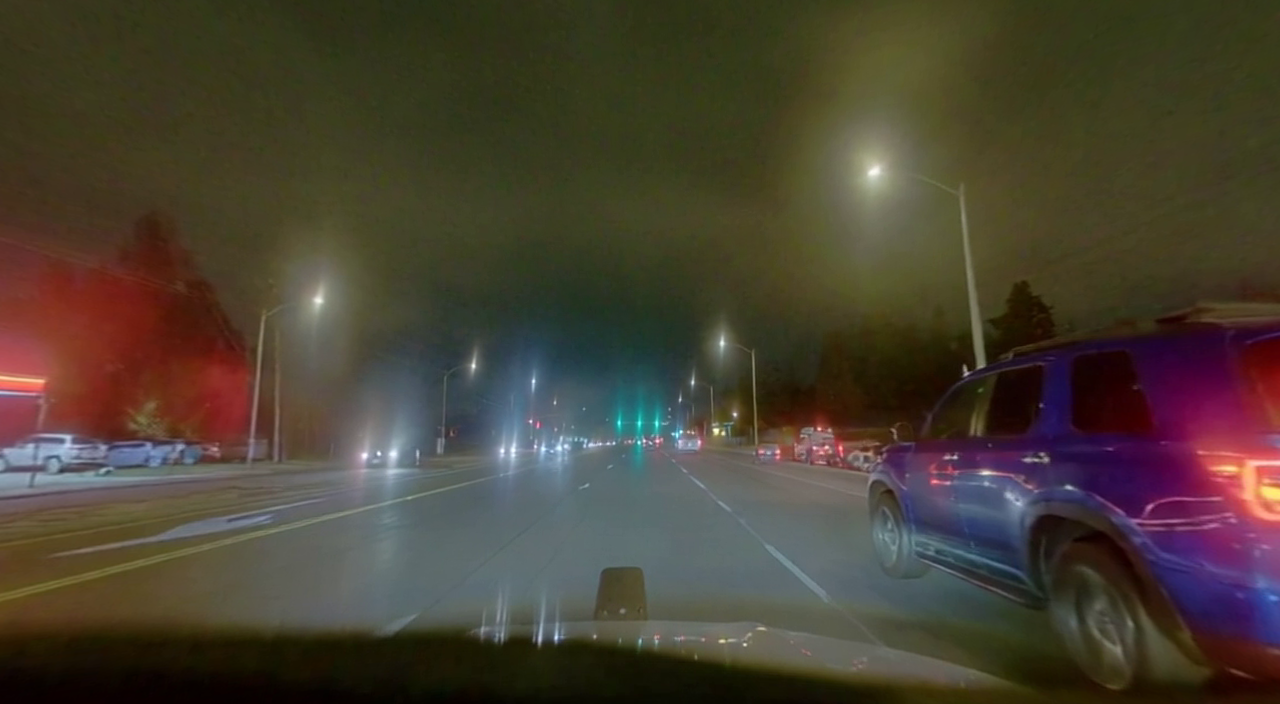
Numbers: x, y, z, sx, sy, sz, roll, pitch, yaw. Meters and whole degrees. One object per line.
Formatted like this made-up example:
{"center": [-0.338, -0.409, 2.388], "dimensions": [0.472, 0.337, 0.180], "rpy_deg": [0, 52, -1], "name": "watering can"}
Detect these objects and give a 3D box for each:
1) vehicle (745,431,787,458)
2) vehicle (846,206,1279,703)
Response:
{"center": [8.260, 6.095, 41.484], "dimensions": [1.960, 1.693, 4.452], "rpy_deg": [0, -8, 2], "name": "vehicle"}
{"center": [3.069, 0.802, 3.538], "dimensions": [2.246, 1.963, 4.777], "rpy_deg": [0, -8, 1], "name": "vehicle"}
